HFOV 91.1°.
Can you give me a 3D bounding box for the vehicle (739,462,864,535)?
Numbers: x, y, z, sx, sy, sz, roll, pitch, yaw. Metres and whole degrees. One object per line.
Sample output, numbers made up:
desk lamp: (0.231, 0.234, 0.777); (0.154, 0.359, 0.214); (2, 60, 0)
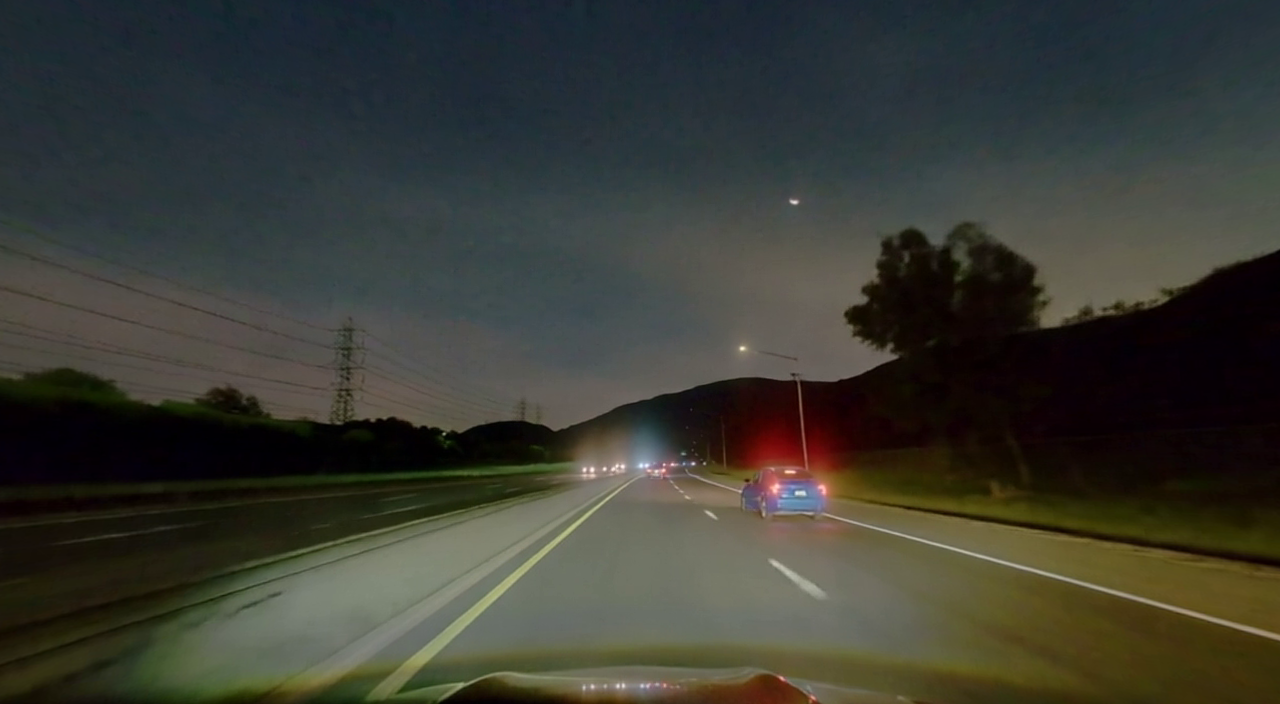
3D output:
vehicle: (3.766, 3.499, 15.445); (1.985, 1.521, 3.904); (1, -10, -1)
